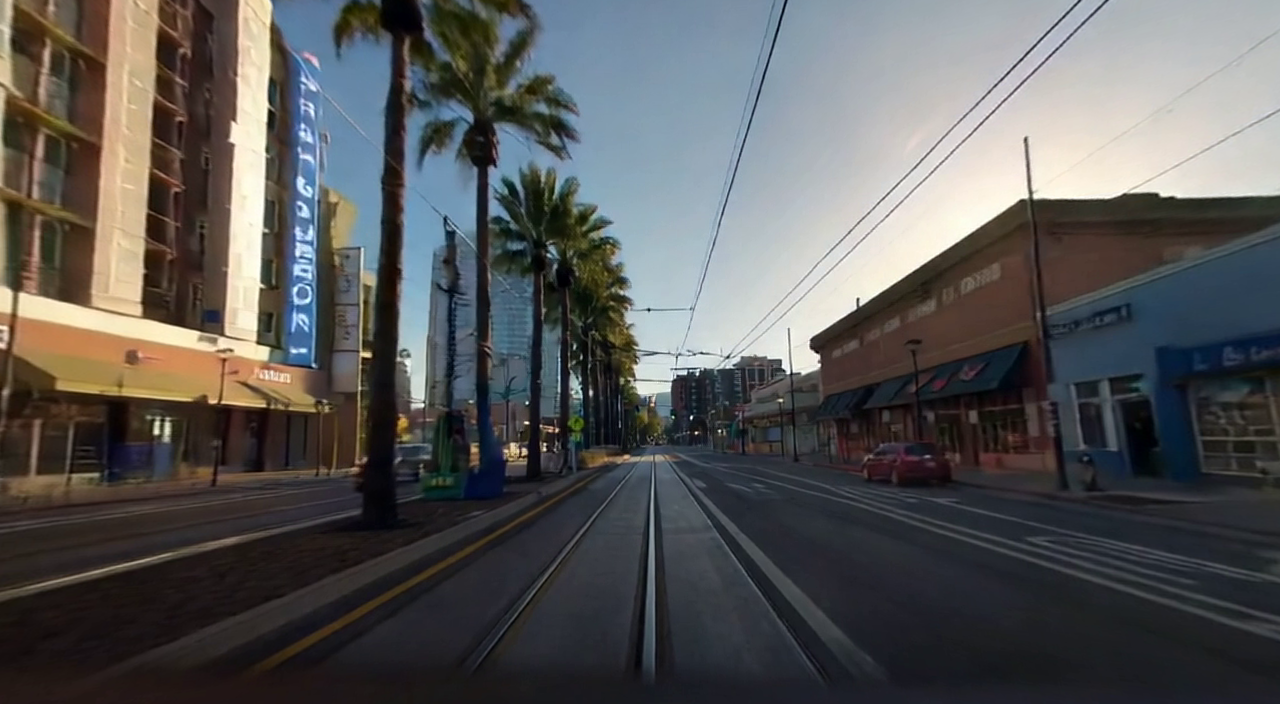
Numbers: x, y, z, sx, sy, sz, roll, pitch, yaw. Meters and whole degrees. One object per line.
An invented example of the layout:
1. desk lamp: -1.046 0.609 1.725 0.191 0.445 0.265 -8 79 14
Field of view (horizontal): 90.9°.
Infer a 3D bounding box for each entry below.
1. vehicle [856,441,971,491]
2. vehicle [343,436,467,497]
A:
1. vehicle: 9.065 3.781 21.367 1.822 1.494 4.385 0 -8 -2
2. vehicle: -7.128 3.493 19.715 1.971 1.657 4.623 0 -8 2
